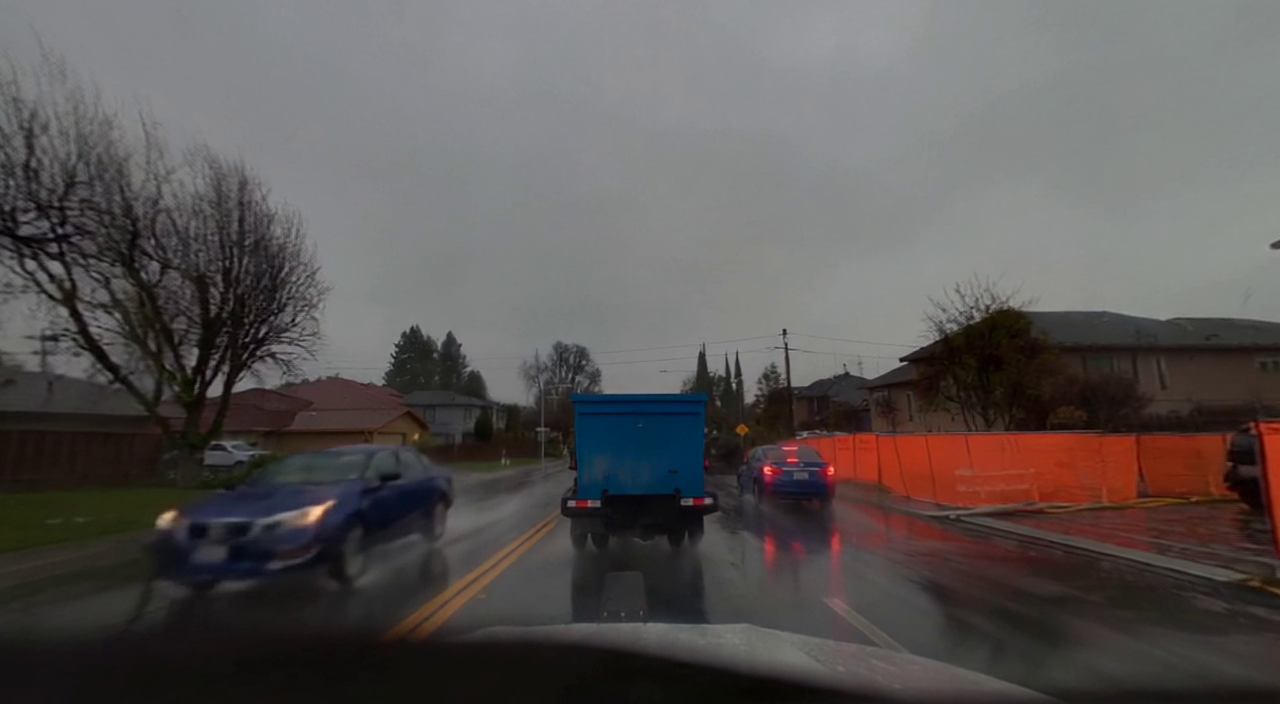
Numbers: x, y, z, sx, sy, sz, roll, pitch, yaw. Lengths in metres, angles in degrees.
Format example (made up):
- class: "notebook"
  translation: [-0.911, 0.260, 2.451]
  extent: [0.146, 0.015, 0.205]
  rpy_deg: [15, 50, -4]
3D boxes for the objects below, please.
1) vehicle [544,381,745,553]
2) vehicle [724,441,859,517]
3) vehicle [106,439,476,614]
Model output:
- class: "vehicle"
  translation: [0.079, 2.050, 11.902]
  extent: [2.751, 2.361, 6.347]
  rpy_deg: [0, -9, 0]
- class: "vehicle"
  translation: [3.323, 2.866, 14.793]
  extent: [2.010, 1.499, 4.481]
  rpy_deg: [0, -9, -1]
- class: "vehicle"
  translation: [-3.711, 1.898, 7.898]
  extent: [2.010, 1.533, 4.495]
  rpy_deg: [0, -9, 1]
